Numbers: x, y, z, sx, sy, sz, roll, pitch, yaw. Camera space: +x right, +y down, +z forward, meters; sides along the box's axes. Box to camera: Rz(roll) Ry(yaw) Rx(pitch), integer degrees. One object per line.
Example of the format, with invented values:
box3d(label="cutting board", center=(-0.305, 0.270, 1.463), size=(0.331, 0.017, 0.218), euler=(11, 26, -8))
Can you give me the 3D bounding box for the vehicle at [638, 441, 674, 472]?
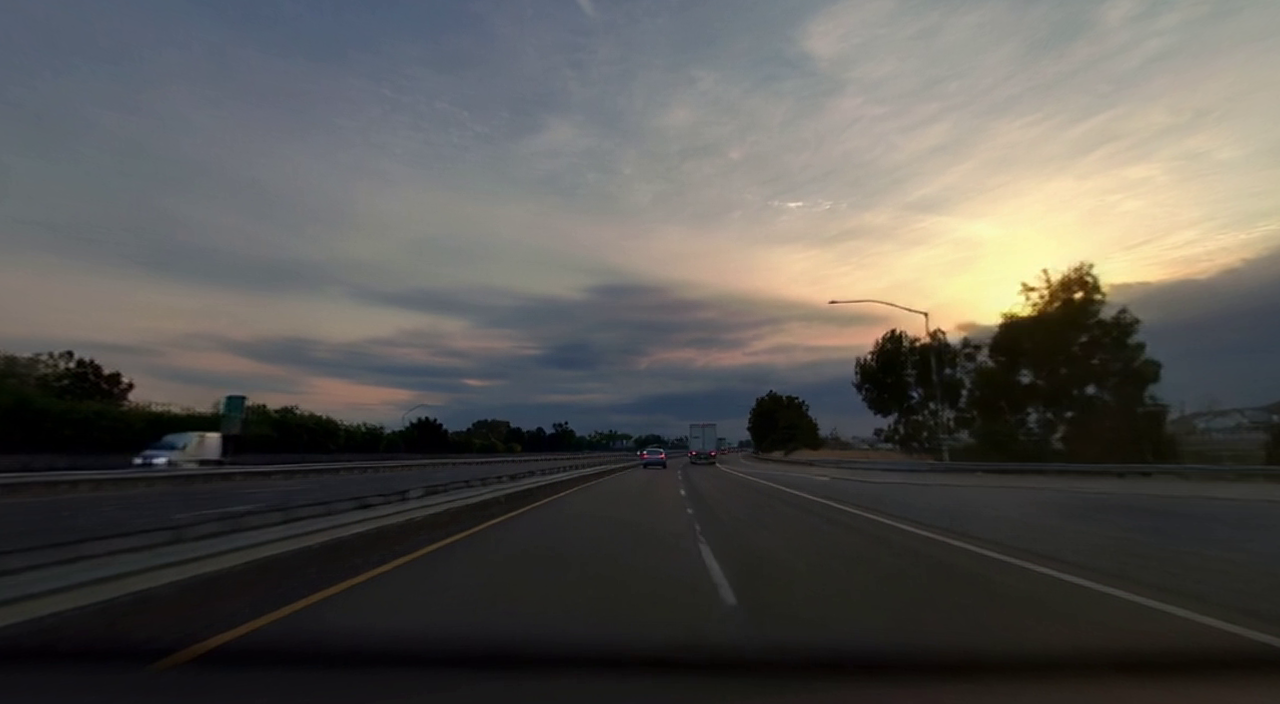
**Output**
box3d(label="vehicle", center=(1.165, 7.336, 44.368), size=(2.271, 2.049, 4.894), euler=(-1, -9, 4))
